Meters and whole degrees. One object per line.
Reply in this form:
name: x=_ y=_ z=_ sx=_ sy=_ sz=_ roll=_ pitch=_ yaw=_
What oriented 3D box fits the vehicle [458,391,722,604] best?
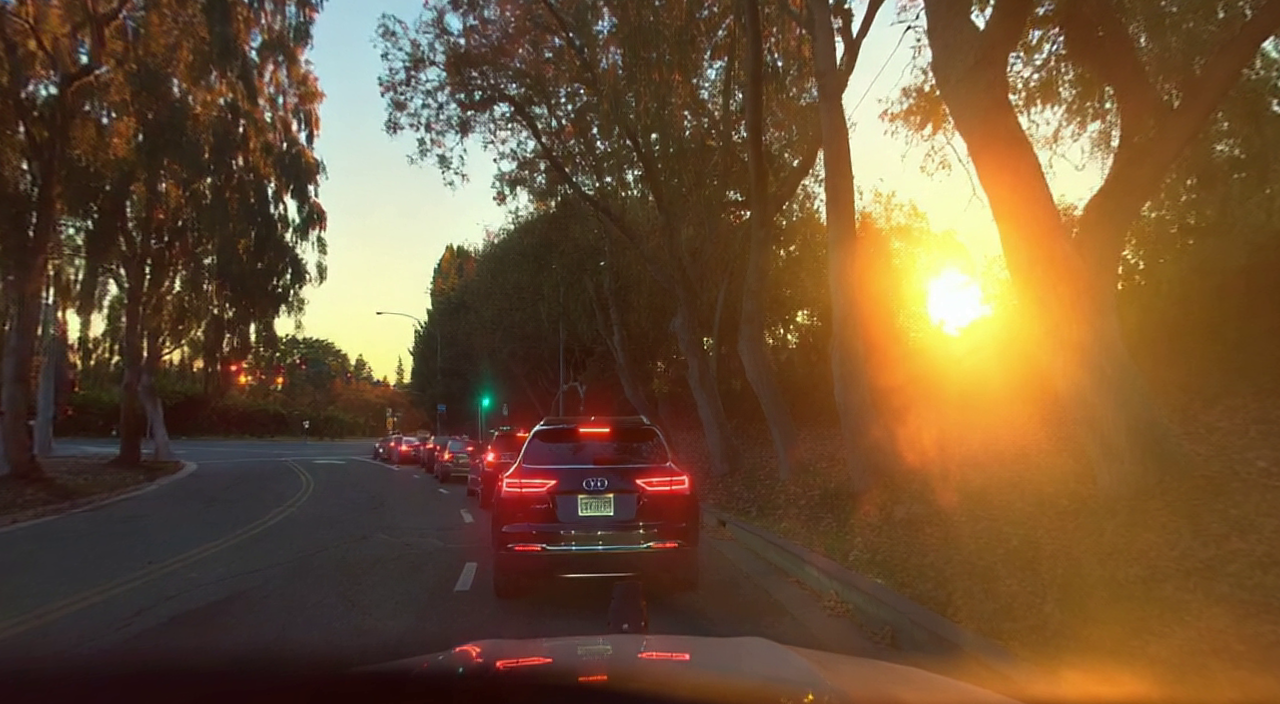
vehicle: x=-0.687 y=1.460 z=7.219 sx=2.134 sy=1.671 sz=4.147 roll=1 pitch=-8 yaw=-9

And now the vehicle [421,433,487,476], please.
vehicle: x=-7.307 y=3.949 z=24.504 sx=1.902 sy=1.536 sz=3.662 roll=4 pitch=-9 yaw=-24
